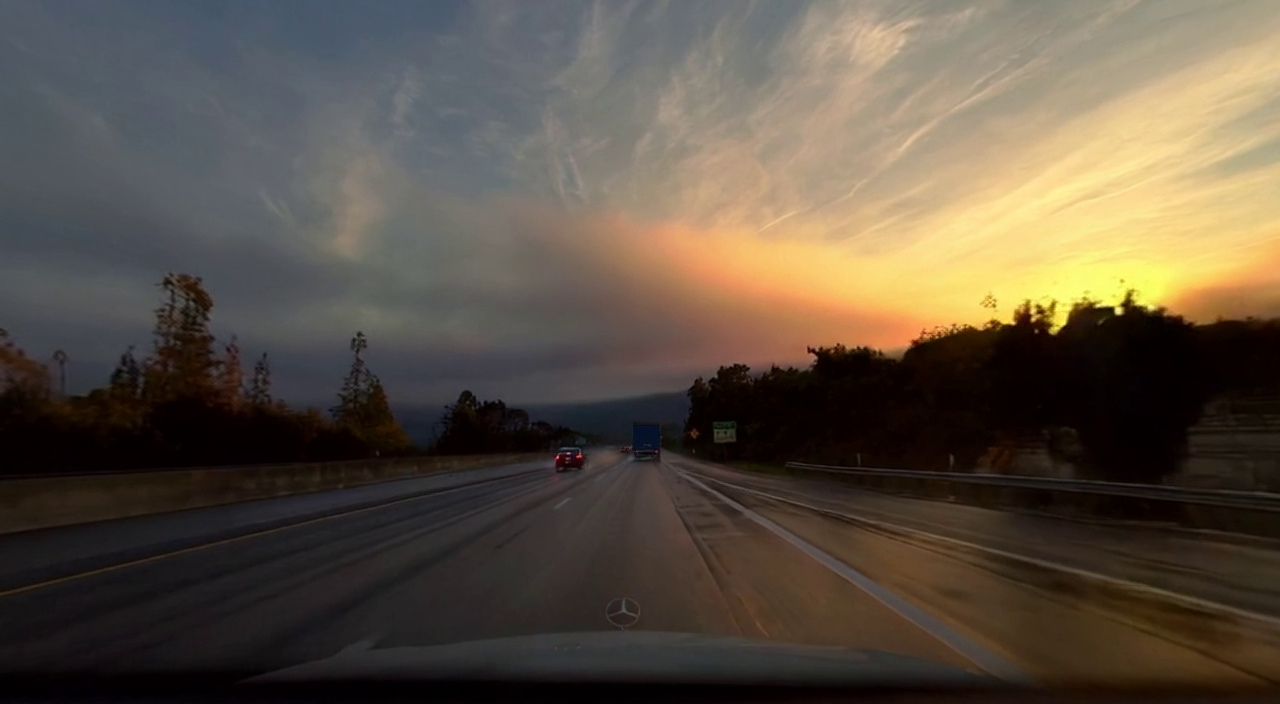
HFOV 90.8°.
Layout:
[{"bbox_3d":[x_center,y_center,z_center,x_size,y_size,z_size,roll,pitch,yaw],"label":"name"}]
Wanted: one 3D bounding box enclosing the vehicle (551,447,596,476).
[{"bbox_3d":[-3.810,6.363,36.928,1.999,1.533,4.870,-1,-9,2],"label":"vehicle"}]
